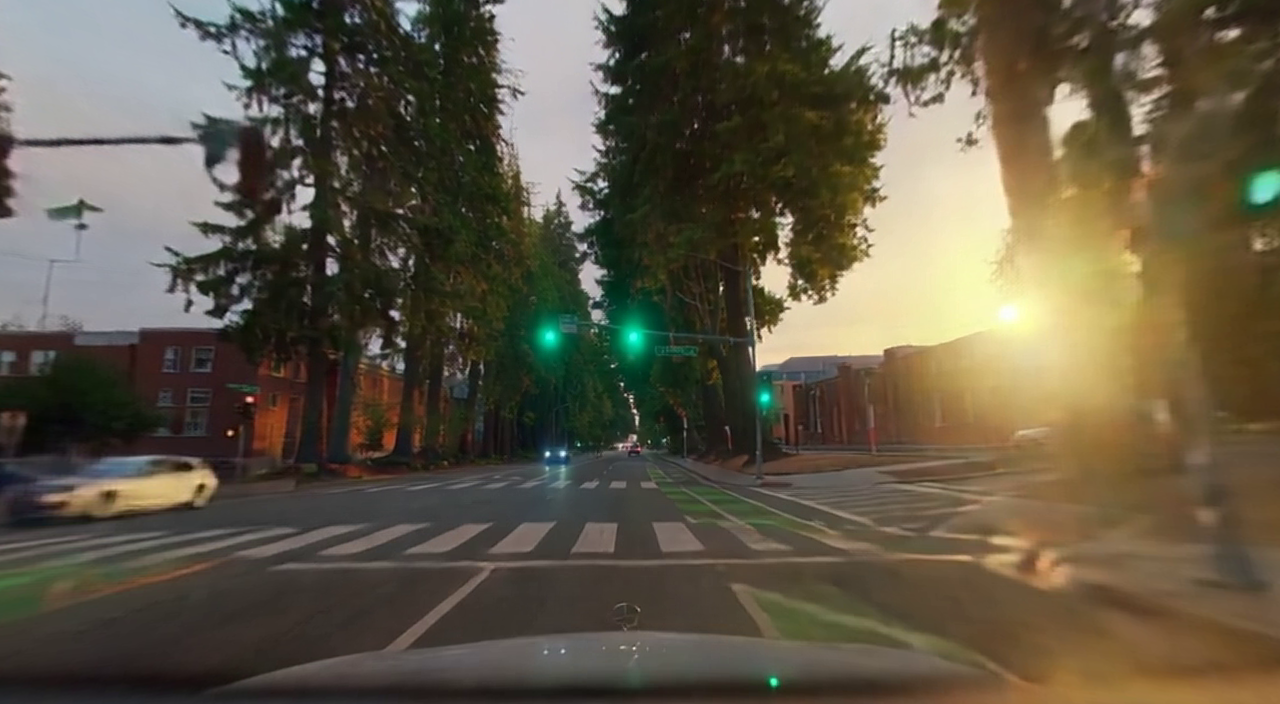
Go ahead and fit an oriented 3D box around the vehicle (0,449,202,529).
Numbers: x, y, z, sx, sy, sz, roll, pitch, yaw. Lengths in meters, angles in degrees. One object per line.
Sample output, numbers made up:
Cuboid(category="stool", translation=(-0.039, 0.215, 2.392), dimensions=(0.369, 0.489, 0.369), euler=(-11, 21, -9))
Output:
Cuboid(category="vehicle", translation=(-14.607, 3.527, 16.990), dimensions=(2.113, 1.804, 4.732), euler=(0, -9, 2))
